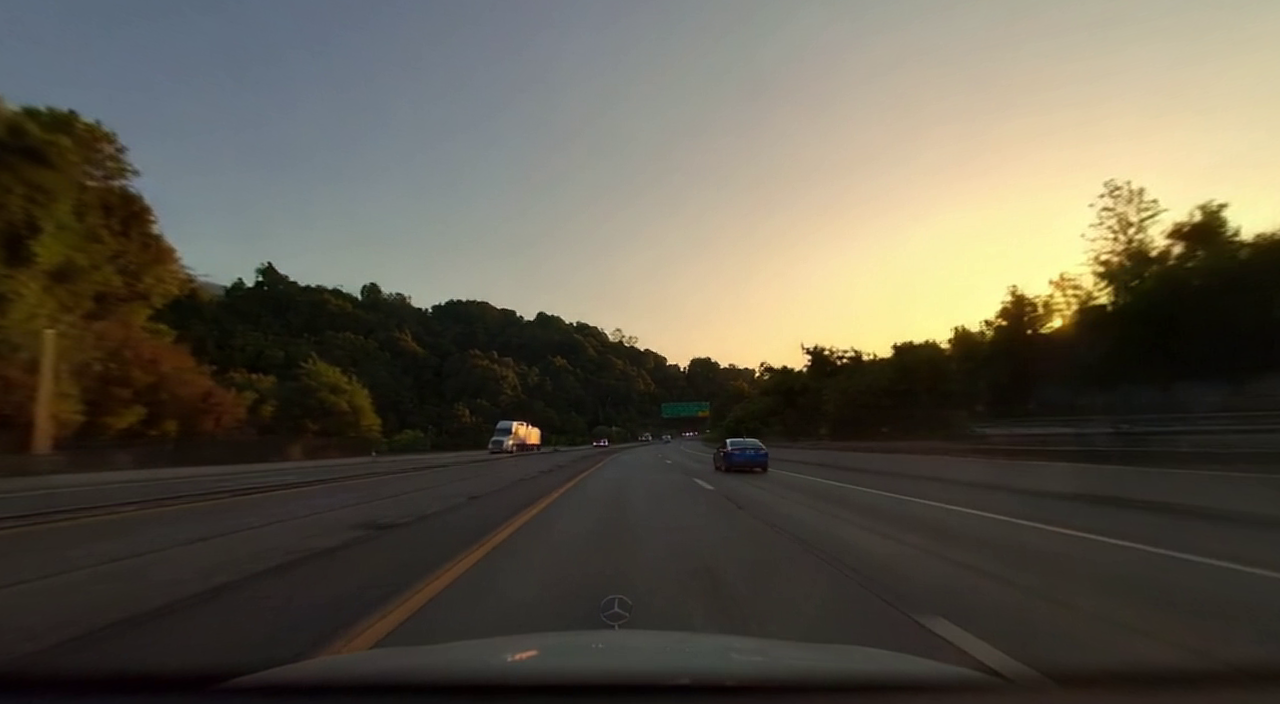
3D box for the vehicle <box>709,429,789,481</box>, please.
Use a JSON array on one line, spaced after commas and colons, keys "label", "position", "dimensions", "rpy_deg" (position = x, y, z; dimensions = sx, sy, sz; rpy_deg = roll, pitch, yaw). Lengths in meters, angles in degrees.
[{"label": "vehicle", "position": [3.810, 3.672, 22.758], "dimensions": [2.022, 1.663, 4.245], "rpy_deg": [0, -8, -1]}]
